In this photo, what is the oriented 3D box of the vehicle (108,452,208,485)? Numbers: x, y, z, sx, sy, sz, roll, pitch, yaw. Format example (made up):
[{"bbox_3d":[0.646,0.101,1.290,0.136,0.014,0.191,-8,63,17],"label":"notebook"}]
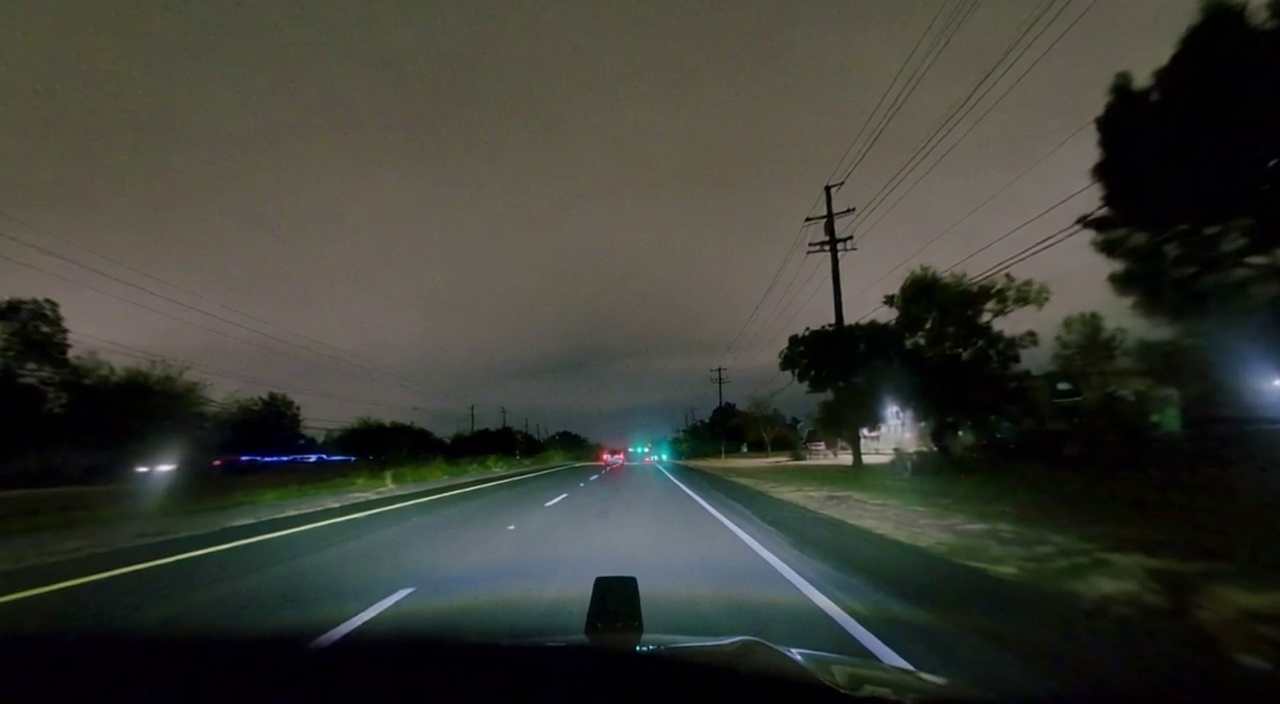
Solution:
[{"bbox_3d":[-26.711,6.451,35.128,1.985,1.659,4.578,0,-9,0],"label":"vehicle"}]
